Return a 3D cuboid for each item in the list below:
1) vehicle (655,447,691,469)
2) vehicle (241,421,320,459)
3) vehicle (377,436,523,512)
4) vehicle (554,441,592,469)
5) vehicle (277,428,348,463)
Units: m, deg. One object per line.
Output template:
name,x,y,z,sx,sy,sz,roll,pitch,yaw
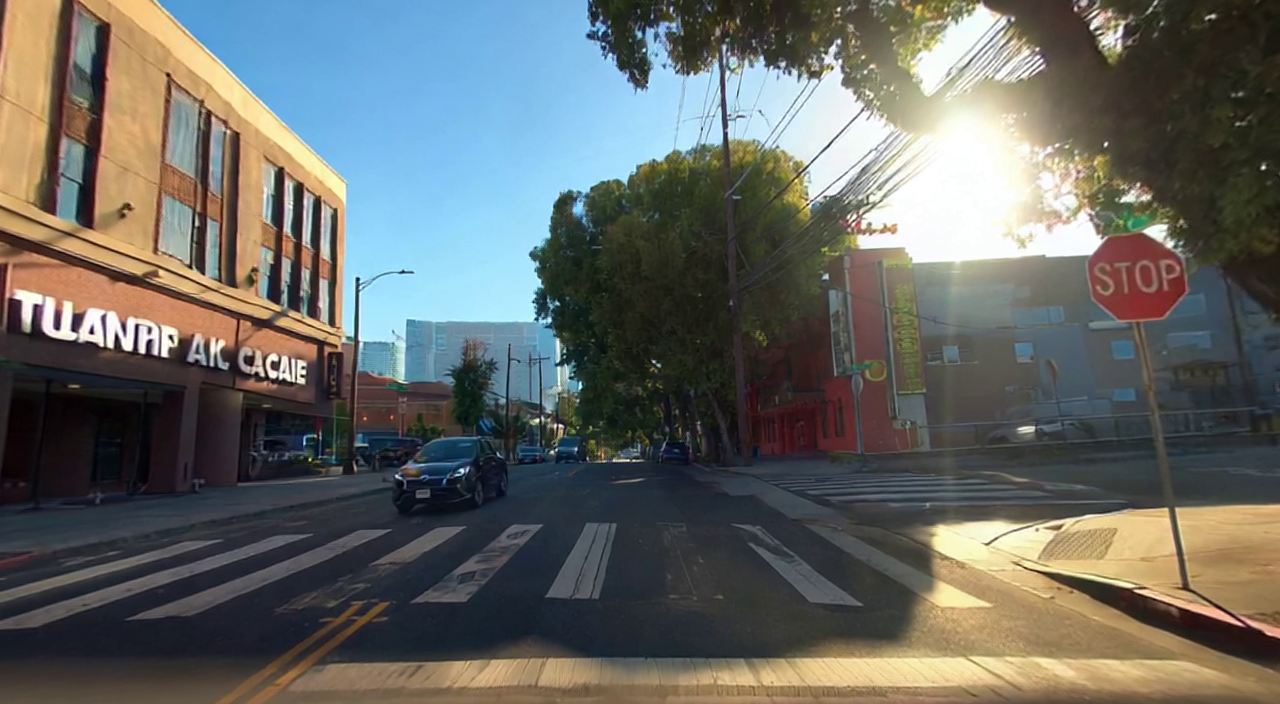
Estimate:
vehicle,2.108,6.927,41.504,1.877,1.373,3.854,0,-8,-3
vehicle,-28.119,6.975,49.756,2.249,2.760,6.636,0,-8,0
vehicle,-4.250,2.803,15.056,2.140,1.512,4.536,0,-8,-1
vehicle,-5.068,7.915,48.766,2.495,1.966,4.846,0,-8,-1
vehicle,-25.428,7.285,49.331,2.288,2.514,5.886,0,-8,0
